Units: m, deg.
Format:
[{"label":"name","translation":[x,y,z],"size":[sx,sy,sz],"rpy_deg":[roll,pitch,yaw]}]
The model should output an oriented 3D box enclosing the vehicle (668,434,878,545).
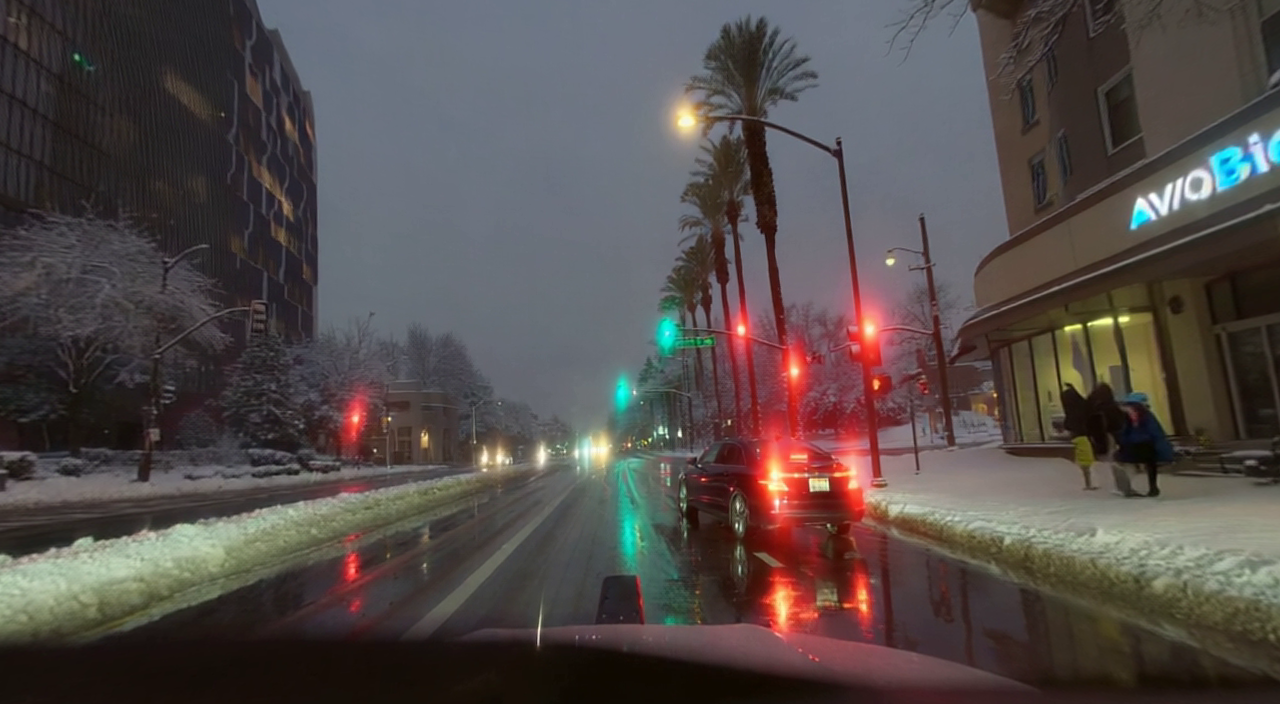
[{"label":"vehicle","translation":[1.925,2.196,10.934],"size":[2.090,1.466,4.676],"rpy_deg":[1,-8,-7]}]
